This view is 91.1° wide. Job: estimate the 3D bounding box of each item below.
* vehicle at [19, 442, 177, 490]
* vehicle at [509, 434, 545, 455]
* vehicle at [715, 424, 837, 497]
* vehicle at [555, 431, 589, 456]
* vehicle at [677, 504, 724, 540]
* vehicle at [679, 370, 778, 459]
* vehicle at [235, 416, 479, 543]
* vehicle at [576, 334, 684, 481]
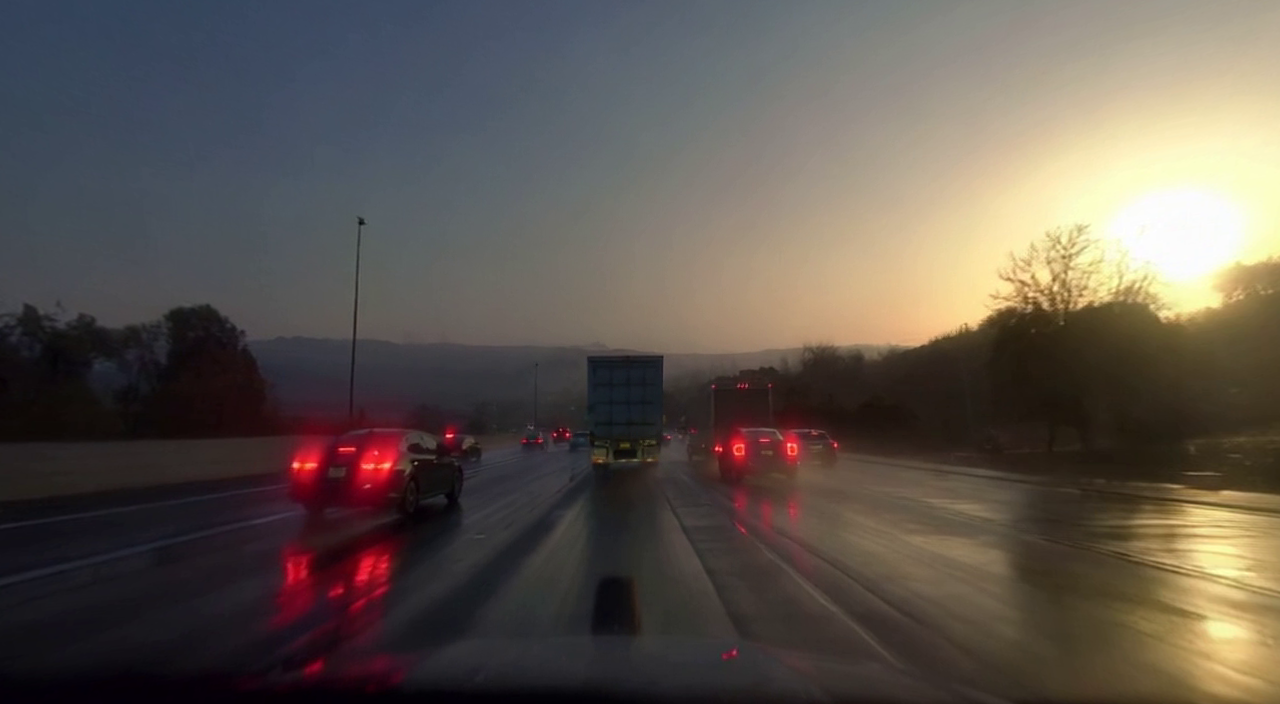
[{"bbox_3d":[-20.204,4.221,23.760,1.832,1.539,4.650,0,-8,0],"label":"vehicle"},{"bbox_3d":[-8.611,7.070,48.294,2.019,1.471,4.347,0,-8,0],"label":"vehicle"},{"bbox_3d":[3.118,2.567,15.316,1.976,1.513,4.065,0,-8,-1],"label":"vehicle"},{"bbox_3d":[-4.705,6.389,44.047,1.986,1.612,4.155,0,-8,-1],"label":"vehicle"},{"bbox_3d":[4.060,11.483,42.643,2.835,2.000,2.696,0,-7,-2],"label":"vehicle"},{"bbox_3d":[4.354,3.868,35.058,2.863,3.936,14.058,1,-9,-3],"label":"vehicle"},{"bbox_3d":[-3.883,1.788,9.485,1.882,1.493,3.828,0,-8,0],"label":"vehicle"},{"bbox_3d":[-0.384,2.170,22.298,2.938,4.033,9.980,0,-8,-1],"label":"vehicle"}]
